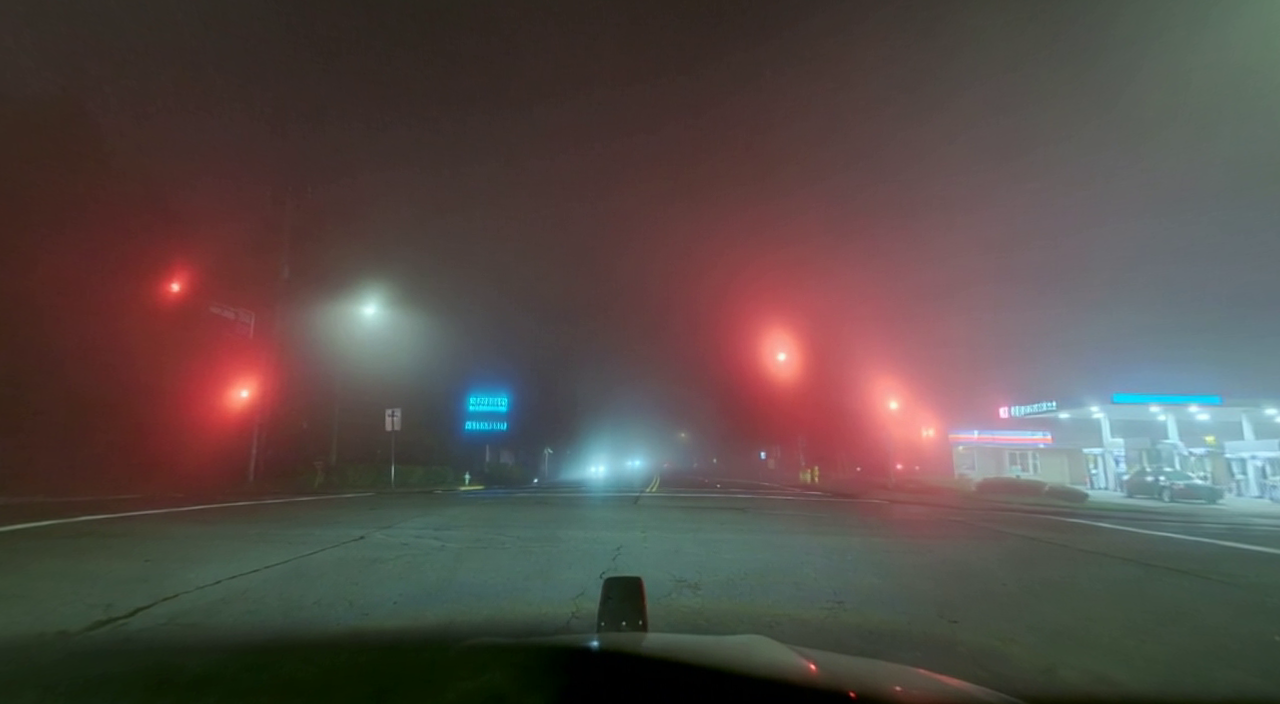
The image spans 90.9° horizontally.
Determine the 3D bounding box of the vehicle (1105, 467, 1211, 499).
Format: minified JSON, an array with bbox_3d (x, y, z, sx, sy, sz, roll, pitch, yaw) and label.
[{"bbox_3d":[28.024,7.070,34.322,1.897,1.466,4.211,1,-8,-6],"label":"vehicle"}]
